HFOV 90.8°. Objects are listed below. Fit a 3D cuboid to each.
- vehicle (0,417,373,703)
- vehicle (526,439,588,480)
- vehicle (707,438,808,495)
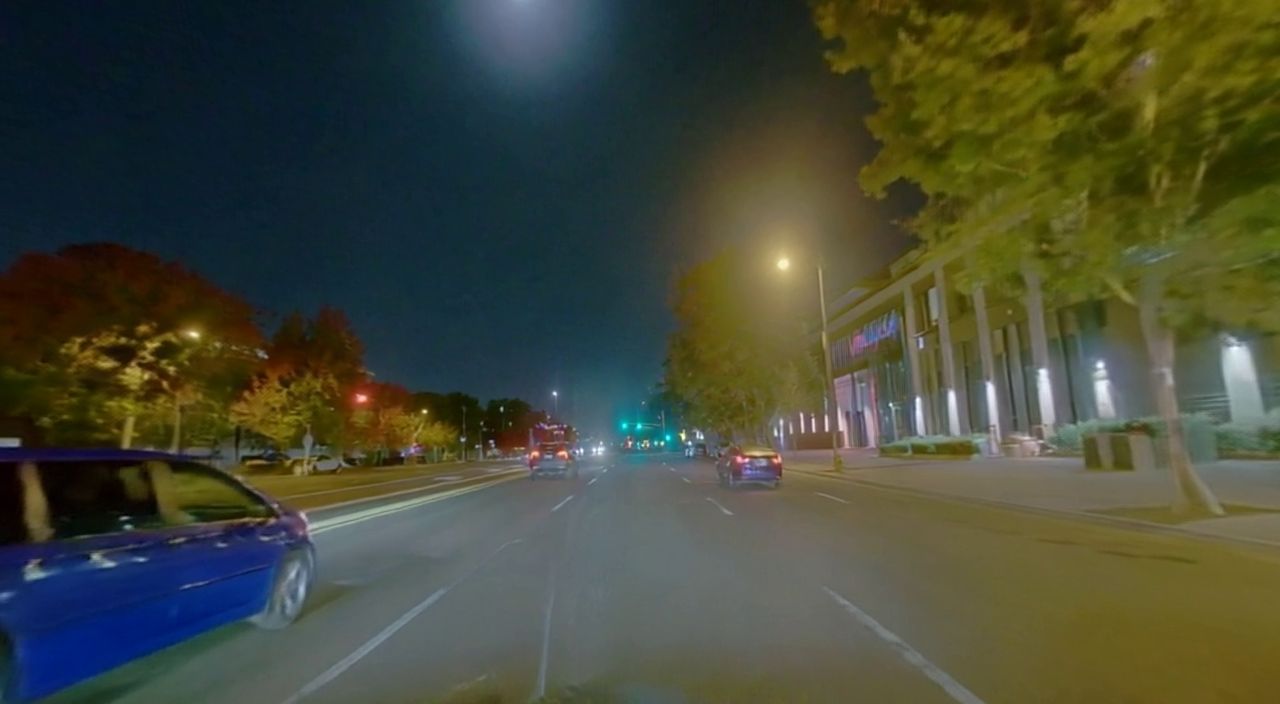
[{"bbox_3d":[-3.571,1.180,3.706,2.060,1.466,4.387,0,-8,0],"label":"vehicle"},{"bbox_3d":[-3.640,4.823,28.645,2.145,1.694,4.642,0,-8,1],"label":"vehicle"},{"bbox_3d":[3.344,3.358,18.934,1.961,1.482,4.538,0,-8,-3],"label":"vehicle"}]
